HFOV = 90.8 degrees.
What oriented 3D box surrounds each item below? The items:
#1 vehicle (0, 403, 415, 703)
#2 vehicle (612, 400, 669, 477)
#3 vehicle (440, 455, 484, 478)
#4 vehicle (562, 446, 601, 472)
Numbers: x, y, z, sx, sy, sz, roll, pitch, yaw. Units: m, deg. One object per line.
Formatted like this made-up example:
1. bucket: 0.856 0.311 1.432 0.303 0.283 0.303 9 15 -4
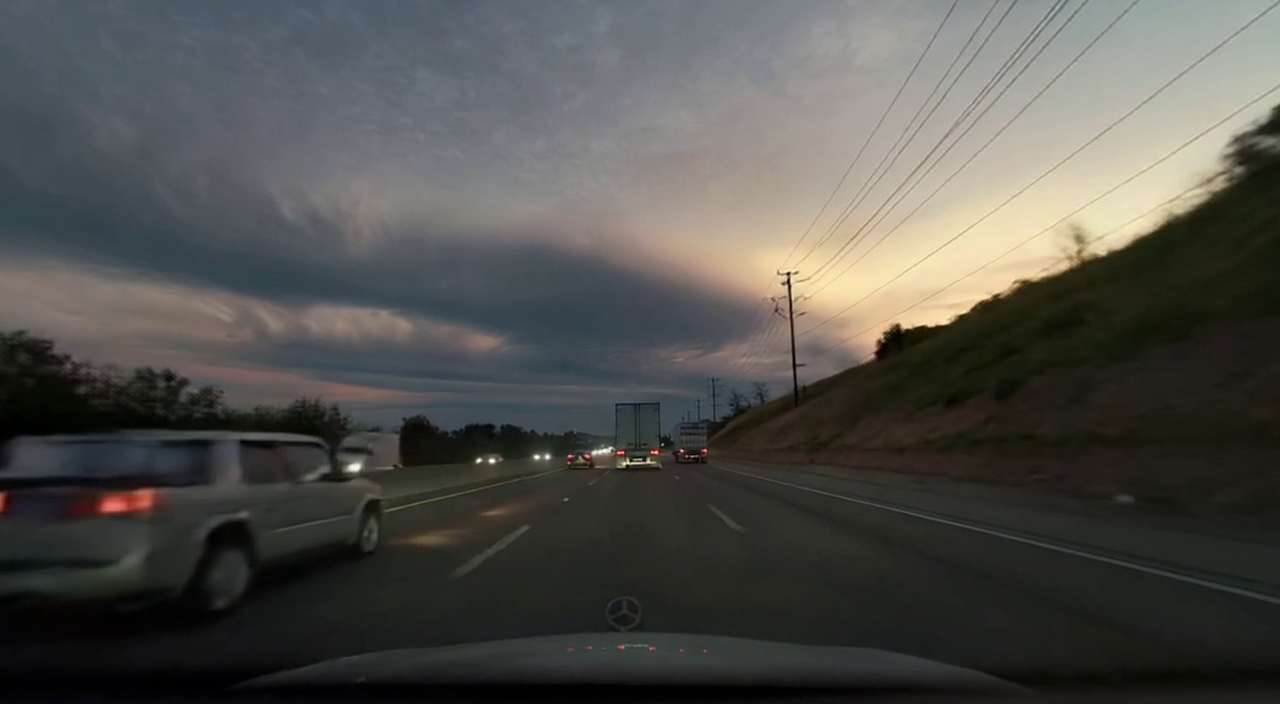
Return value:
1. vehicle: -3.603 1.314 4.668 2.128 1.533 4.694 0 -9 0
2. vehicle: 0.104 5.428 38.986 2.985 4.025 10.982 0 -9 1
3. vehicle: -11.967 7.713 42.683 1.766 1.423 4.036 0 -9 1
4. vehicle: -3.931 7.285 43.019 2.170 1.657 4.573 0 -9 1
